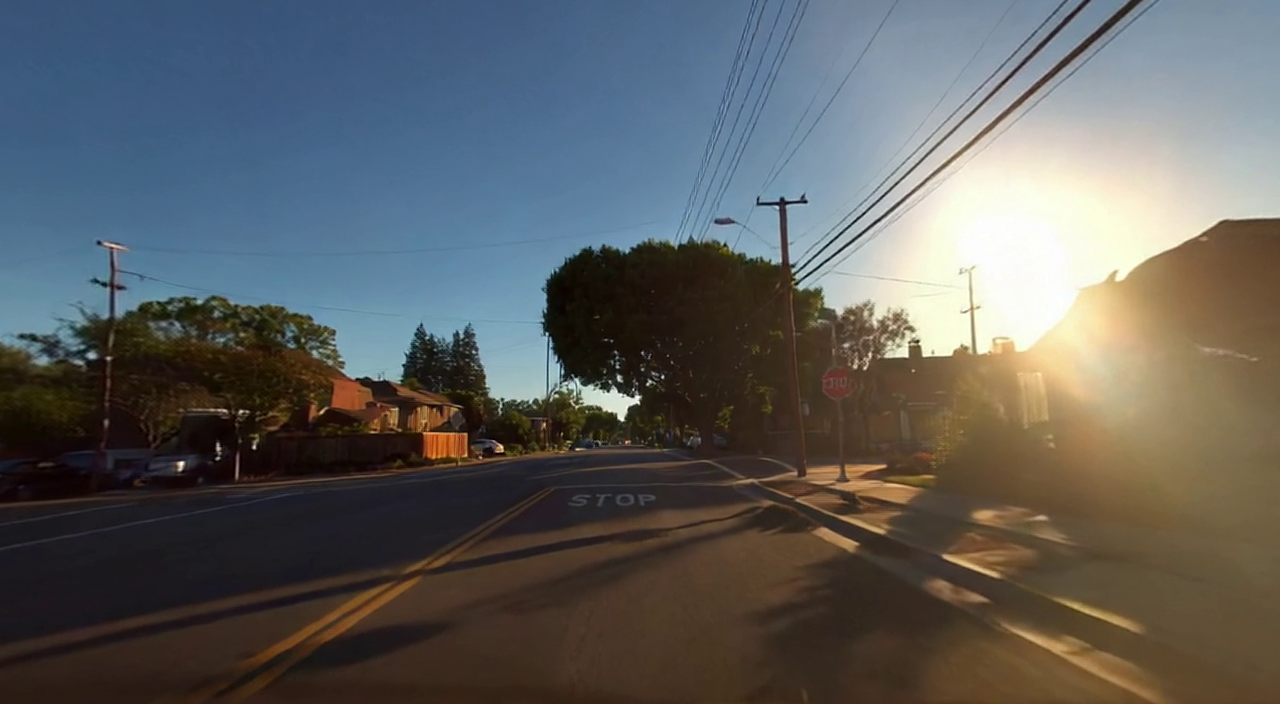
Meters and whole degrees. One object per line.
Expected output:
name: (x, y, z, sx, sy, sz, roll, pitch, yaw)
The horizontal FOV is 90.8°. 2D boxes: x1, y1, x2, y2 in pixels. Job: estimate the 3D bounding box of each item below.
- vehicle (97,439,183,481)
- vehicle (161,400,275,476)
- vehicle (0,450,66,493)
vehicle: (-23.721, 5.108, 30.176, 2.083, 1.802, 4.455, 4, -9, -24)
vehicle: (-20.212, 4.435, 30.876, 2.842, 3.181, 8.576, 5, -12, -23)
vehicle: (-24.078, 4.476, 23.960, 1.955, 1.448, 4.542, 3, -9, -23)
